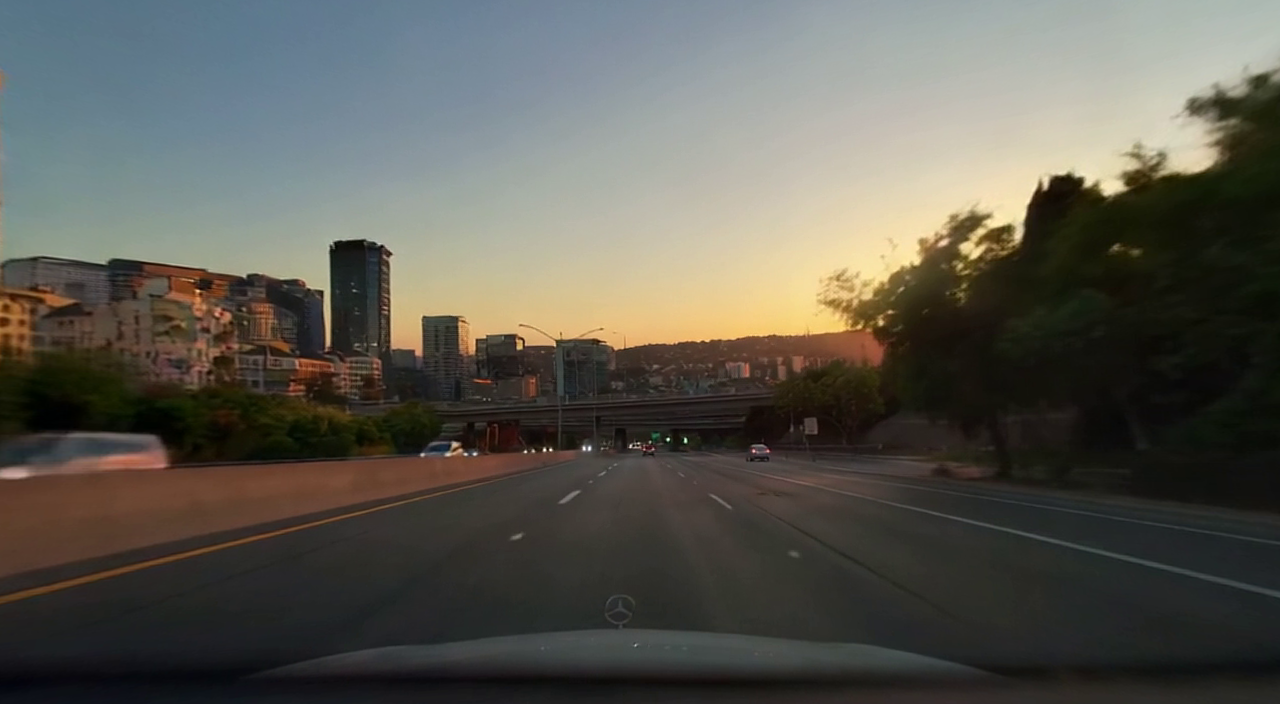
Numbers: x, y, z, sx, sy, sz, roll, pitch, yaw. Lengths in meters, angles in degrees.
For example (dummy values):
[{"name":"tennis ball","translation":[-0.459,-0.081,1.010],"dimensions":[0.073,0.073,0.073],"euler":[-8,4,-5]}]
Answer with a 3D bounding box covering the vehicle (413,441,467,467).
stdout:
[{"name":"vehicle","translation":[-14.025,7.195,44.591],"dimensions":[2.204,1.708,4.922],"euler":[0,-9,0]}]
